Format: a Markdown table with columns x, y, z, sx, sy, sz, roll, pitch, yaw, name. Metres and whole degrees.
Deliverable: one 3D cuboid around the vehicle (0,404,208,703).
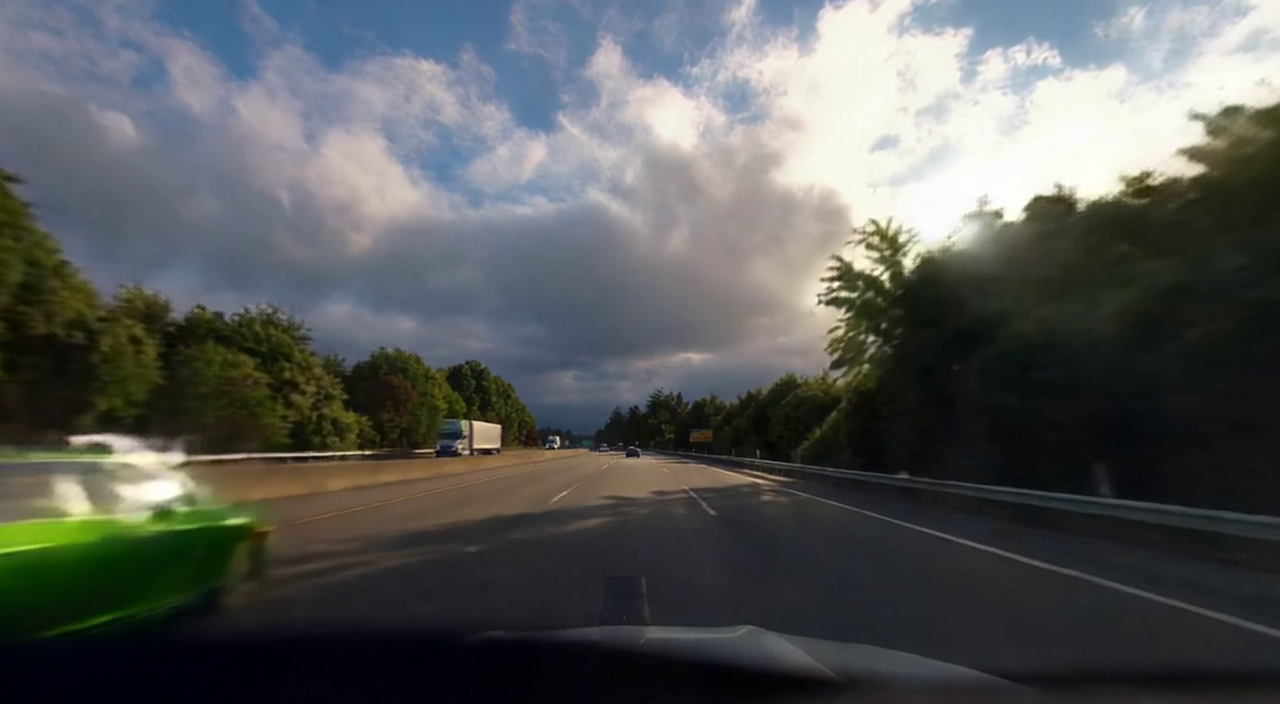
| x | y | z | sx | sy | sz | roll | pitch | yaw | name |
| --- | --- | --- | --- | --- | --- | --- | --- | --- | --- |
| -4.104 | 0.884 | 1.990 | 2.083 | 1.560 | 4.713 | 0 | -9 | 1 | vehicle |
